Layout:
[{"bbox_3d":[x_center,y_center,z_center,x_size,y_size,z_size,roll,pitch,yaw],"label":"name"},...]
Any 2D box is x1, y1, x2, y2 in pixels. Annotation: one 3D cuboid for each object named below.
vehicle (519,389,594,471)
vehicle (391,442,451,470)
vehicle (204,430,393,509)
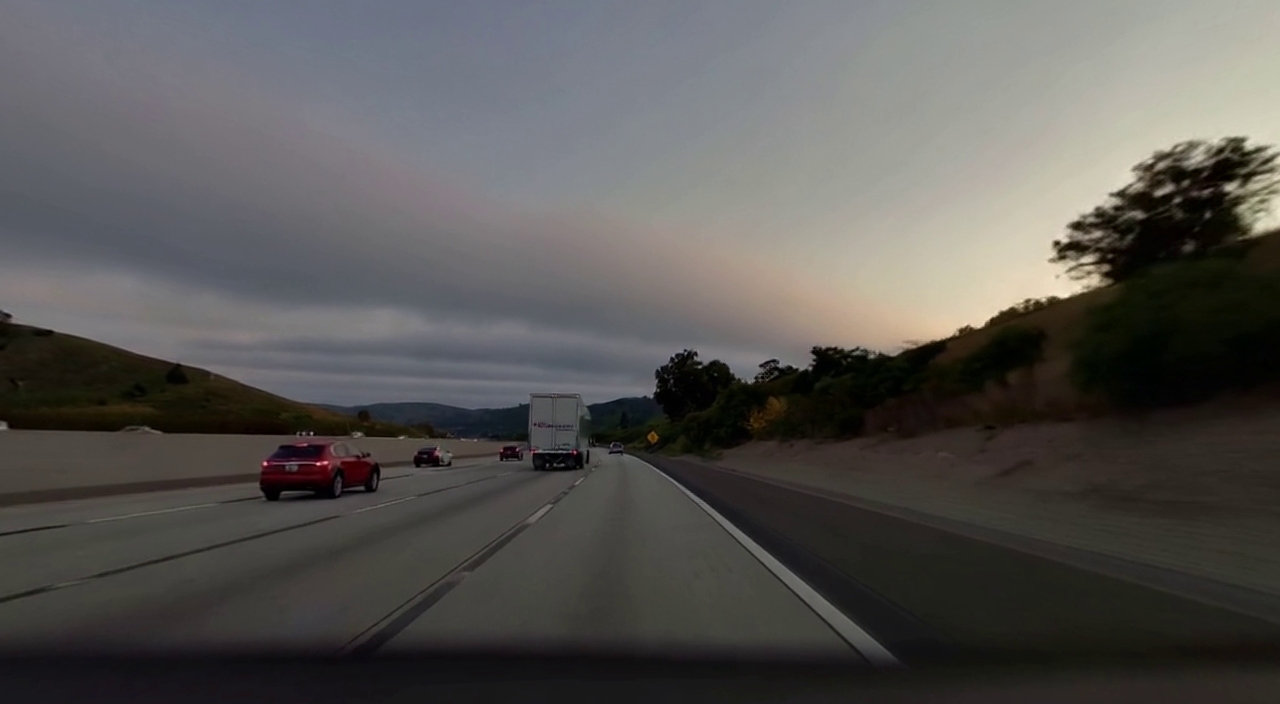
[{"bbox_3d":[-4.637,4.917,38.287,2.880,4.025,14.064,1,-9,-1],"label":"vehicle"},{"bbox_3d":[-12.278,5.870,35.593,1.868,1.454,4.290,1,-9,-1],"label":"vehicle"},{"bbox_3d":[-8.178,2.846,15.753,2.099,1.644,4.638,1,-9,0],"label":"vehicle"}]
